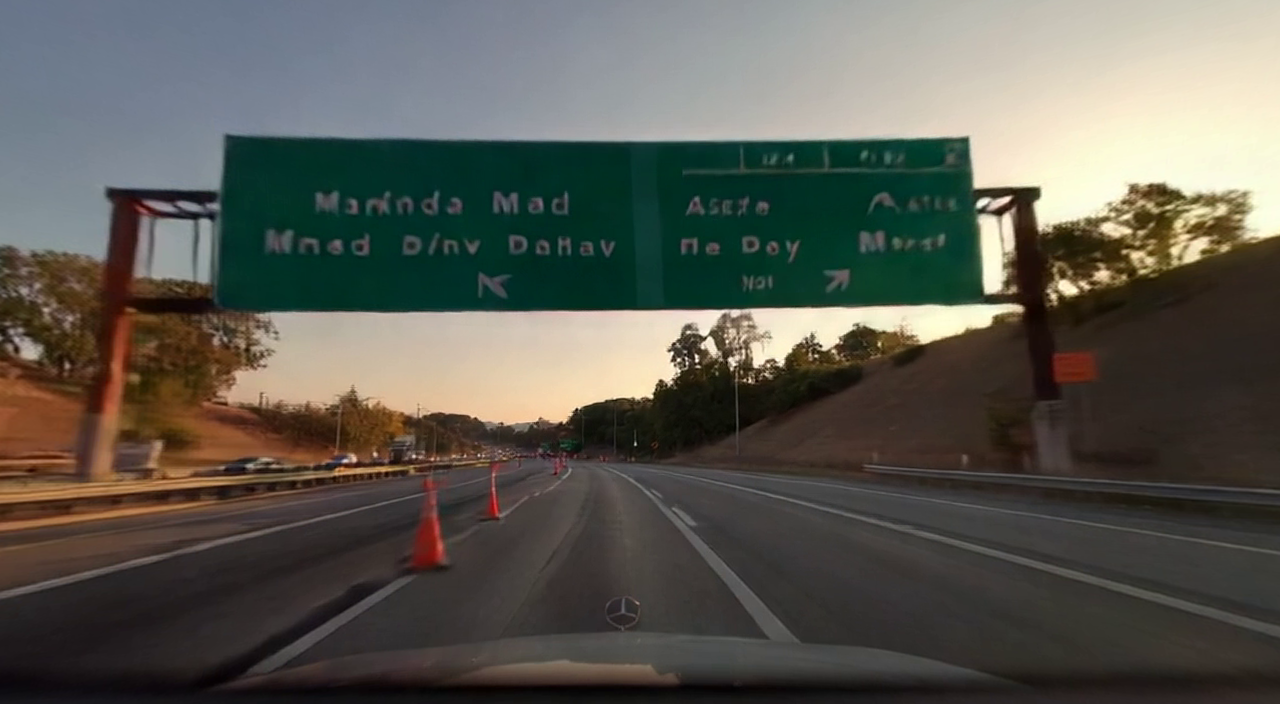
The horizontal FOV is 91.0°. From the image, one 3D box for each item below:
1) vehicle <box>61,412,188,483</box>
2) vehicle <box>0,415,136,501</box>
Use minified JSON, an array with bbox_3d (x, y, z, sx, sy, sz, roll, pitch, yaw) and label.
[{"bbox_3d":[-18.470,3.442,22.758,1.996,2.393,2.954,0,-9,-2],"label":"vehicle"},{"bbox_3d":[-18.012,2.889,17.627,2.450,2.180,6.404,6,-11,-2],"label":"vehicle"}]
